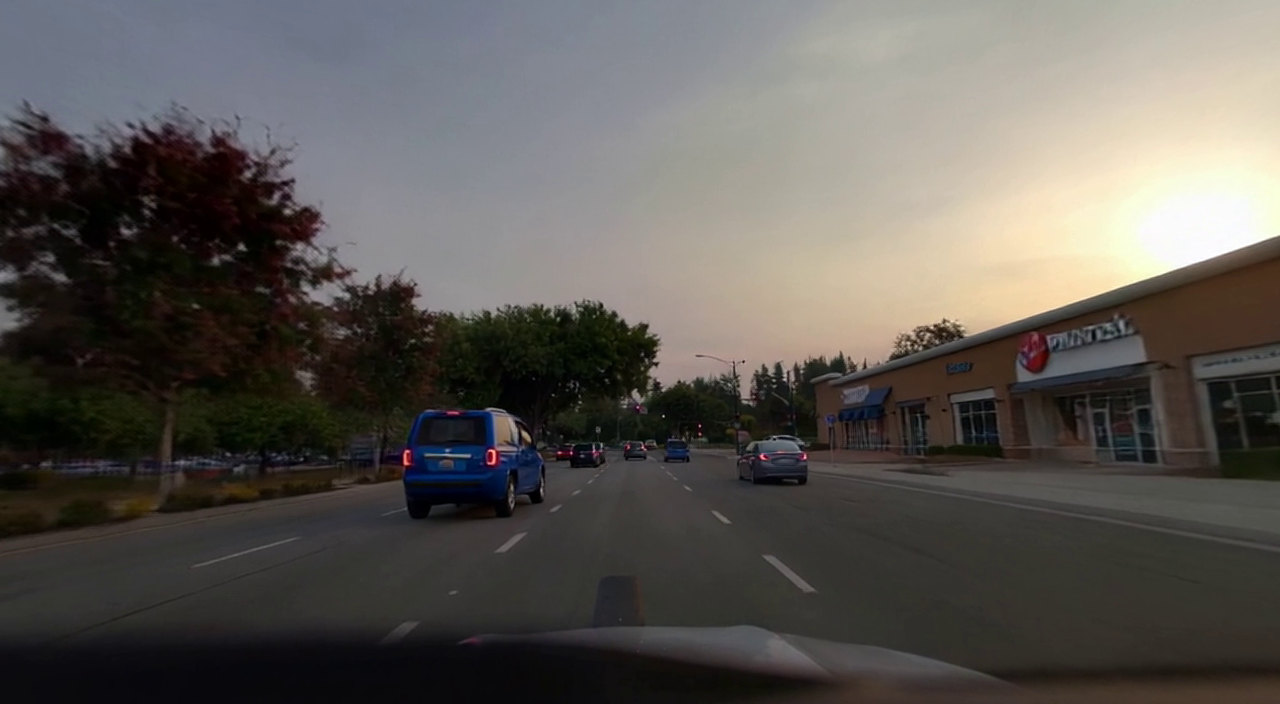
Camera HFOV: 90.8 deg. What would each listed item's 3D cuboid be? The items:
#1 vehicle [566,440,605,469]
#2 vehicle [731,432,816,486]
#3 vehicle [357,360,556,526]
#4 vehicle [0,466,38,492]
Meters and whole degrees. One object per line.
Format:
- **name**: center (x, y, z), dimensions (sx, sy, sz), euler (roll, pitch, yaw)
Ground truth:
- **vehicle**: center (-3.363, 6.422, 39.712), dimensions (2.030, 1.724, 4.365), euler (0, -9, 1)
- **vehicle**: center (4.403, 3.596, 21.464), dimensions (1.869, 1.646, 4.166), euler (0, -9, -1)
- **vehicle**: center (-3.475, 1.965, 13.652), dimensions (2.443, 2.784, 5.862), euler (0, -9, 1)
- **vehicle**: center (-42.072, 8.479, 42.289), dimensions (4.478, 1.494, 1.934), euler (-8, -11, 40)
